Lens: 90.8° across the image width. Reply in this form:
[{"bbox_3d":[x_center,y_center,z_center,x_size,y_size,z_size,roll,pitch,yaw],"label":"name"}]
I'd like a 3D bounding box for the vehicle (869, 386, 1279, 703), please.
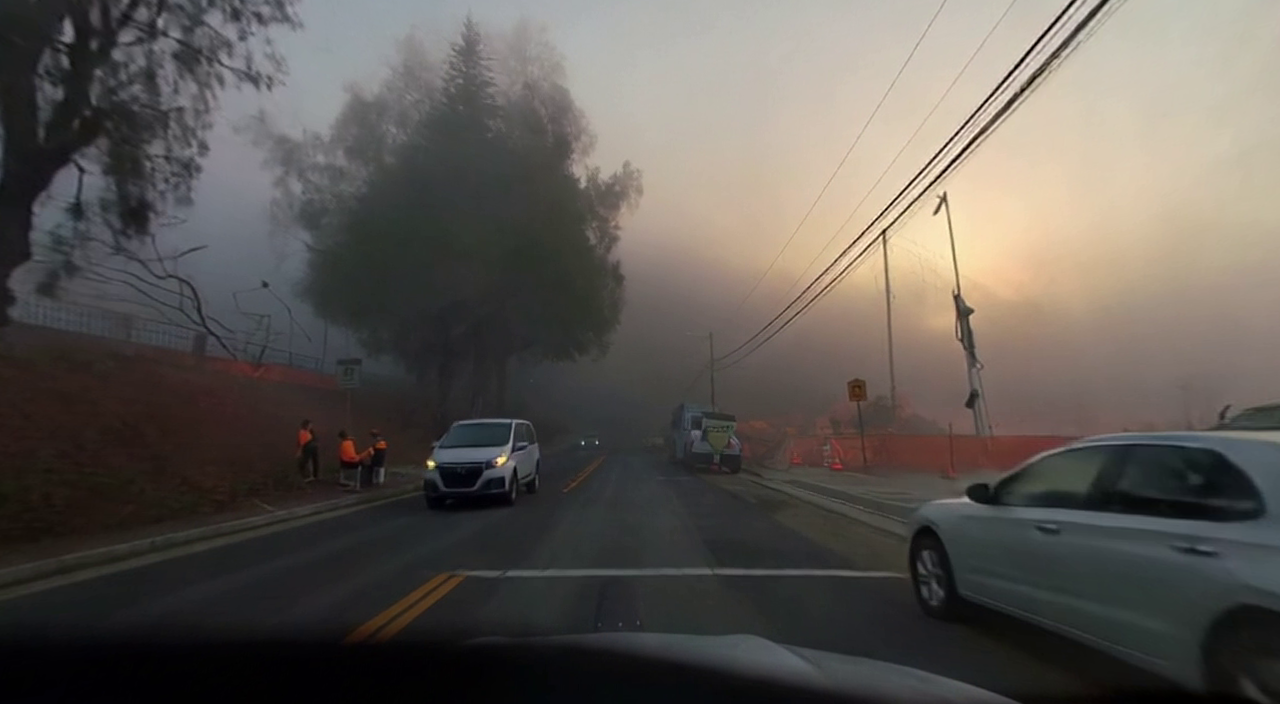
[{"bbox_3d":[3.144,1.025,3.244,2.006,1.482,4.722,0,-8,-2],"label":"vehicle"}]

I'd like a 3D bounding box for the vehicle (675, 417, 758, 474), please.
[{"bbox_3d":[3.040,3.954,26.766,2.759,2.114,6.152,0,-8,0],"label":"vehicle"}]

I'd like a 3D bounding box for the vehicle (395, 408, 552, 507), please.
[{"bbox_3d":[-3.680,2.504,15.369,2.358,1.921,5.675,0,-8,-1],"label":"vehicle"}]
